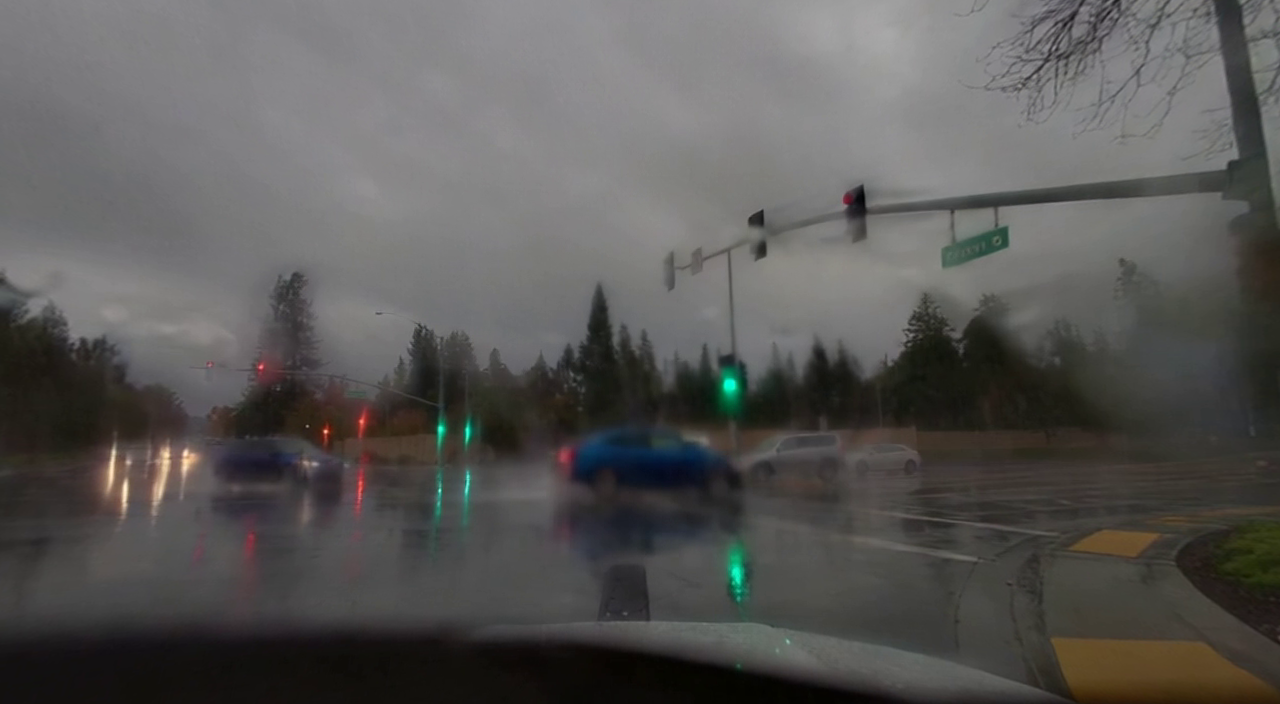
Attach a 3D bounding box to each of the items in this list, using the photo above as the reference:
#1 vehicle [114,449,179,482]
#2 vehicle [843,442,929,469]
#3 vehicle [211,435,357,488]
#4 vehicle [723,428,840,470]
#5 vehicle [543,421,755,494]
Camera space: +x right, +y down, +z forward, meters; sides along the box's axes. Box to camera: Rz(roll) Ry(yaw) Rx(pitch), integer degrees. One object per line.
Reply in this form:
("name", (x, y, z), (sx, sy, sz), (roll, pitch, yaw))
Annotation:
("vehicle", (-24.476, 5.544, 31.162), (1.953, 1.462, 4.589), (8, -11, -43))
("vehicle", (13.833, 5.795, 35.420), (4.457, 1.429, 1.862), (4, -9, -26))
("vehicle", (-11.402, 3.445, 20.098), (4.826, 1.484, 2.000), (-6, -10, 33))
("vehicle", (7.351, 5.051, 32.578), (5.791, 1.964, 2.199), (5, -10, -27))
("vehicle", (0.207, 2.848, 17.156), (5.332, 1.807, 2.450), (0, -8, -2))
